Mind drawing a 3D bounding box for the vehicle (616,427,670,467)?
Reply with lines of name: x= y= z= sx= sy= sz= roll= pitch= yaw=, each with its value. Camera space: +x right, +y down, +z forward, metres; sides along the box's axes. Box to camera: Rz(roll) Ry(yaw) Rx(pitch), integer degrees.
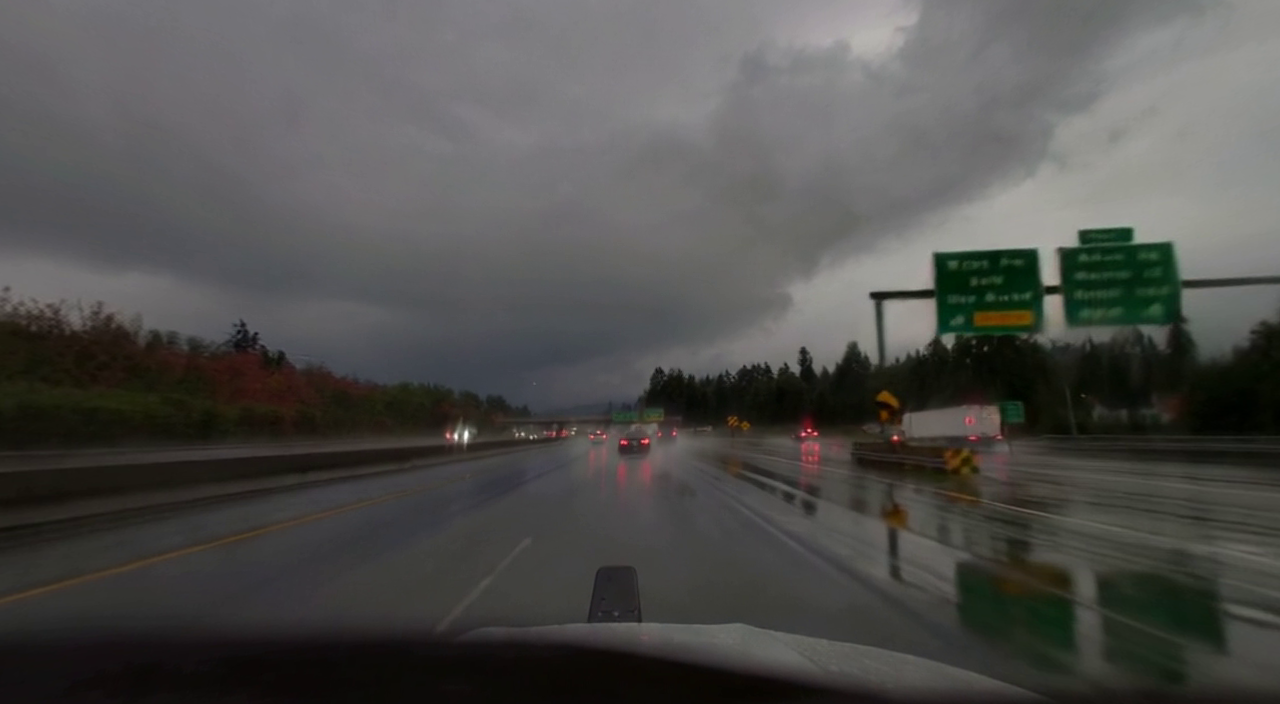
vehicle: x=0.062 y=3.952 z=26.474 sx=2.086 sy=1.554 sz=3.875 roll=0 pitch=-8 yaw=-2
